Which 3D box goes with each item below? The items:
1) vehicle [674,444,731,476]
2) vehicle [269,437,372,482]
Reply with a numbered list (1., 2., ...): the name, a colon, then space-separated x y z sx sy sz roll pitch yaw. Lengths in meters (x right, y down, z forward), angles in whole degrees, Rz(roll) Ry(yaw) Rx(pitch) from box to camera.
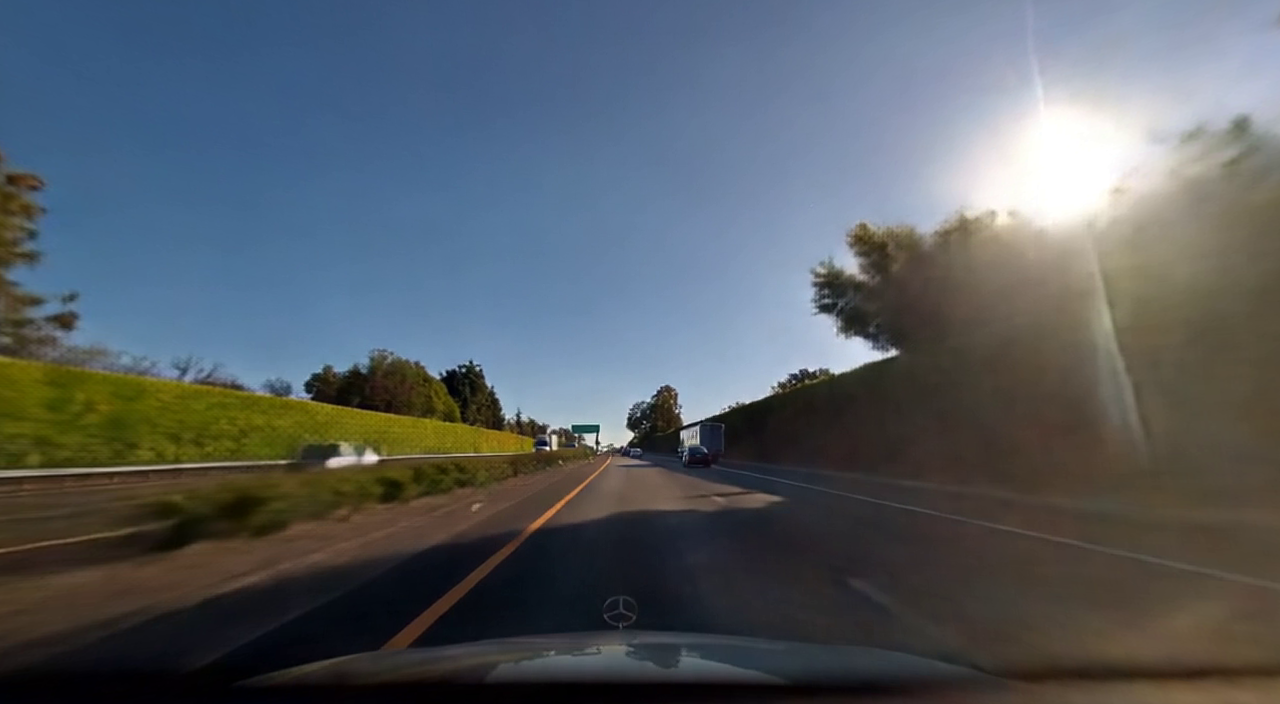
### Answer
1. vehicle: 3.110 5.540 32.247 2.244 1.498 4.338 0 -9 -3
2. vehicle: -13.102 4.432 26.071 2.004 1.662 4.359 0 -9 -1
